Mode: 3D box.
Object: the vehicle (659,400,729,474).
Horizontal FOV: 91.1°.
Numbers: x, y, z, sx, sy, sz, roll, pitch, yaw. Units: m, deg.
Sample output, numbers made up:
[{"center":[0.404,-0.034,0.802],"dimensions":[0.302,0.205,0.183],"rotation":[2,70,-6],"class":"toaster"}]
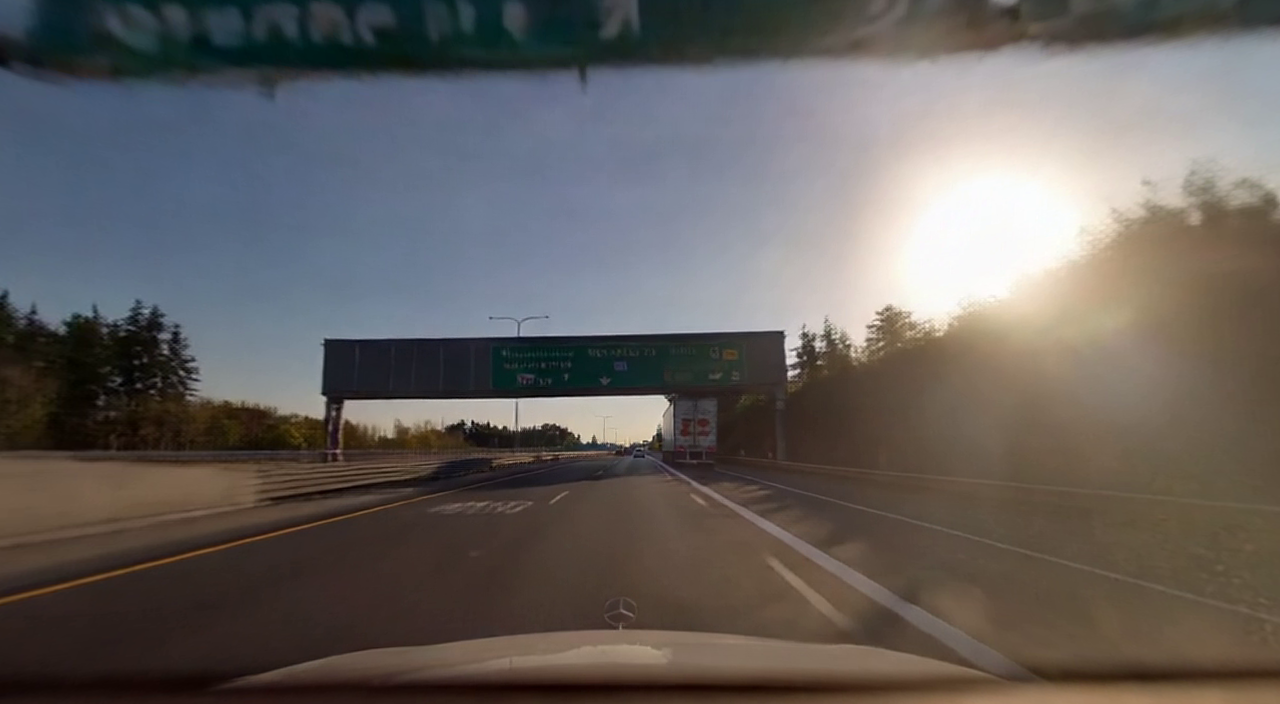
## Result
[{"center":[3.198,5.808,41.889],"dimensions":[3.244,4.020,14.561],"rotation":[0,-9,0],"class":"vehicle"}]
